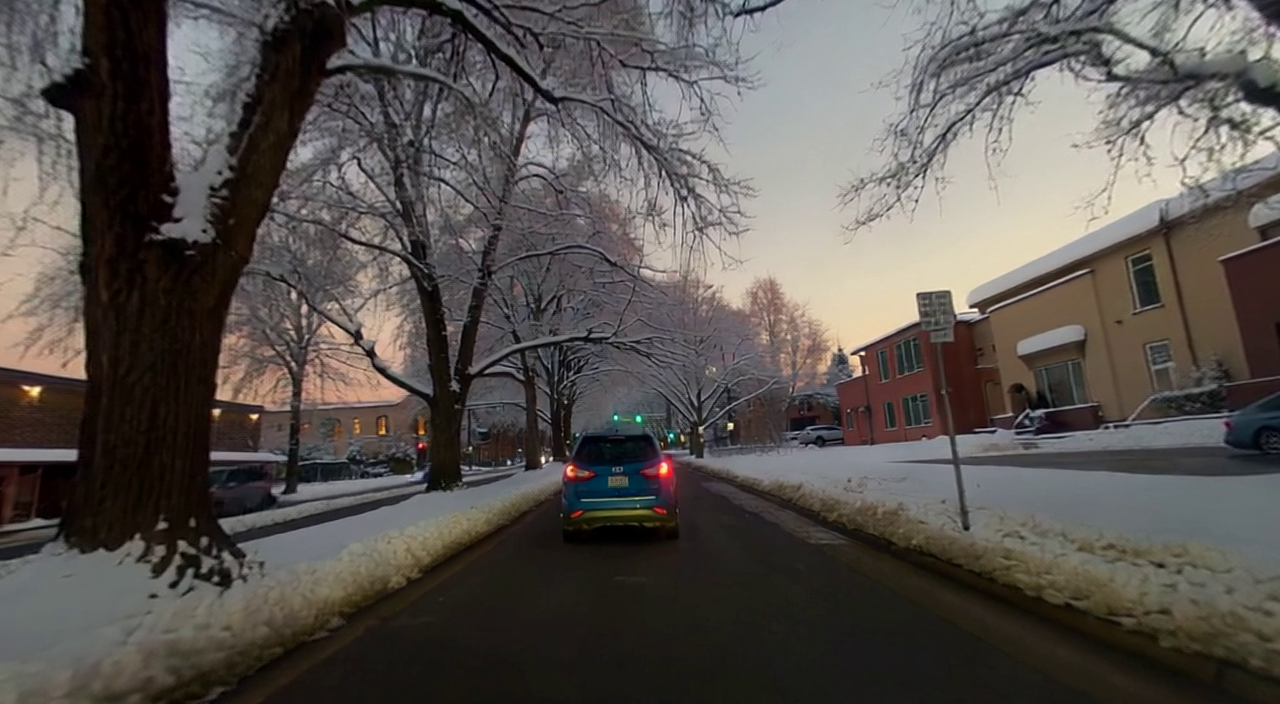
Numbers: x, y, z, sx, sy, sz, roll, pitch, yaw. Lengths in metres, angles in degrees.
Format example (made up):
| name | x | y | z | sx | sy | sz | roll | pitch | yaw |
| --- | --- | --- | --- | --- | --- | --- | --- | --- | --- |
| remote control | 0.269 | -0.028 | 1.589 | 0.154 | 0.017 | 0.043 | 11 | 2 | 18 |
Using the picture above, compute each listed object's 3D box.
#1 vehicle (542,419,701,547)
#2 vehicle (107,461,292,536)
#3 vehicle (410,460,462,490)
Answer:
| name | x | y | z | sx | sy | sz | roll | pitch | yaw |
| --- | --- | --- | --- | --- | --- | --- | --- | --- | --- |
| vehicle | -0.259 | 2.059 | 10.522 | 2.136 | 1.703 | 3.910 | 0 | -8 | 0 |
| vehicle | -12.273 | 4.066 | 18.092 | 1.971 | 1.718 | 4.539 | 0 | -8 | 0 |
| vehicle | -12.205 | 7.374 | 38.057 | 1.714 | 1.578 | 4.218 | 0 | -8 | 0 |
